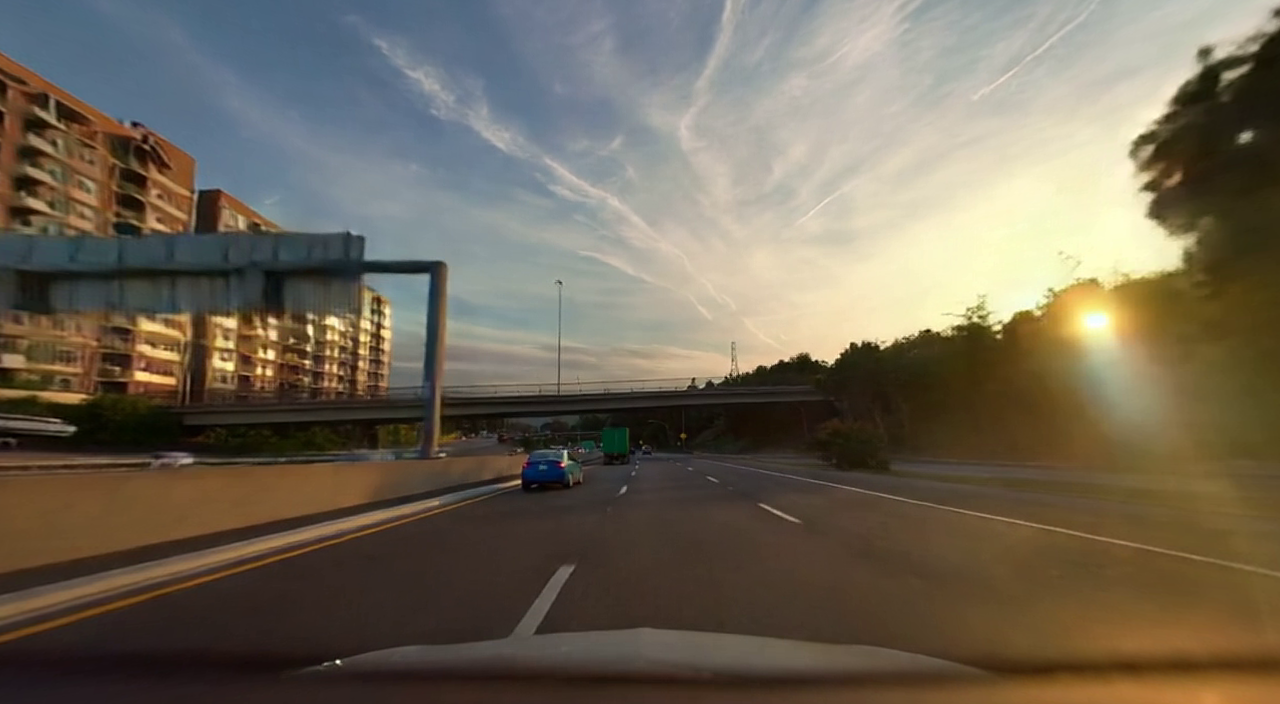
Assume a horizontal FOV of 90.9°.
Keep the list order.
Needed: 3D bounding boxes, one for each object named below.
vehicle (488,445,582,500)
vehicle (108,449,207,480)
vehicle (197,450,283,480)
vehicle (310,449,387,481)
[{"bbox_3d":[-3.075,3.670,19.502,2.039,1.478,4.483,0,-9,1],"label":"vehicle"},{"bbox_3d":[-26.830,6.256,35.264,1.931,1.613,4.469,0,-9,1],"label":"vehicle"},{"bbox_3d":[-22.440,6.331,35.574,1.885,1.569,4.409,0,-9,1],"label":"vehicle"},{"bbox_3d":[-14.884,5.768,32.420,1.843,1.493,4.235,0,-9,2],"label":"vehicle"}]
